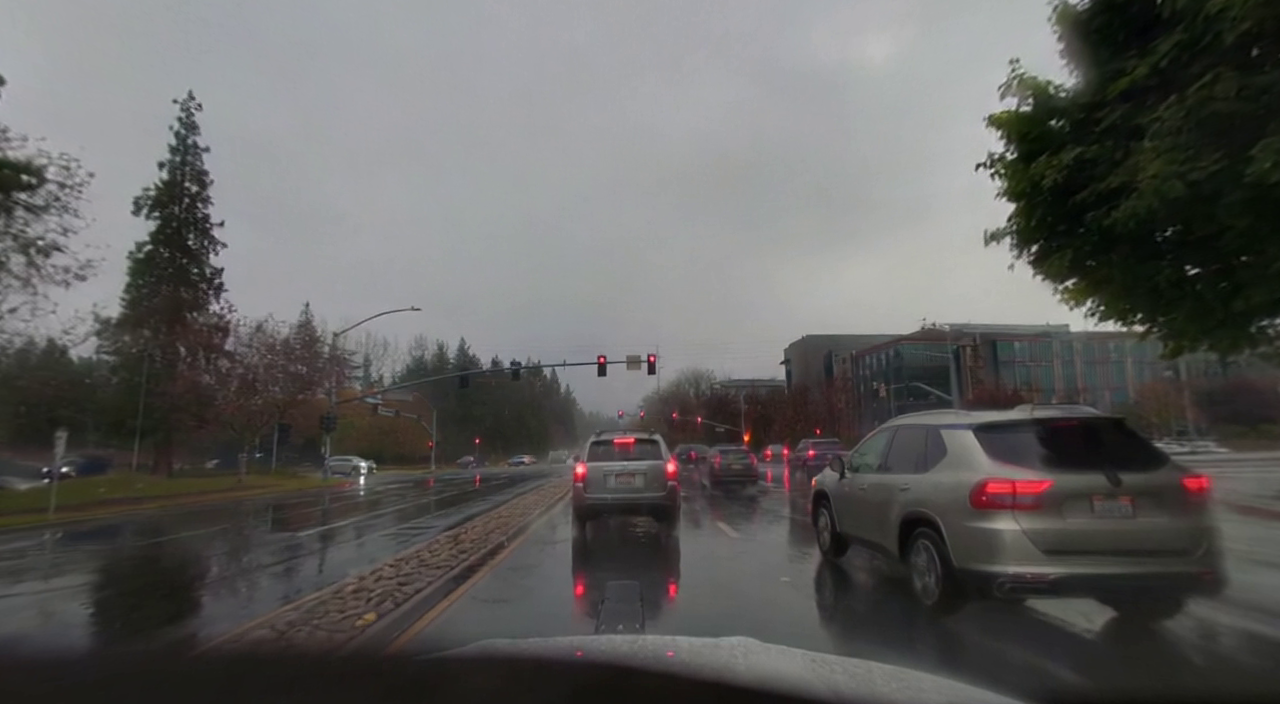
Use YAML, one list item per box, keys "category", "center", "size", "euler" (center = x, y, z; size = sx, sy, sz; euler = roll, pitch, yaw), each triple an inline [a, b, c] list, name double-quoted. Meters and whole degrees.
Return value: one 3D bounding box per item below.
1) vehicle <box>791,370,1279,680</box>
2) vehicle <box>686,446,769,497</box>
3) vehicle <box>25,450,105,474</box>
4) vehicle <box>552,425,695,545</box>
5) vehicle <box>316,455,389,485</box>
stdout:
- category: "vehicle"
  center: [3.139, 1.328, 5.970]
  size: [2.228, 1.798, 4.370]
  euler: [0, -8, -2]
- category: "vehicle"
  center: [2.694, 3.779, 20.484]
  size: [1.900, 1.459, 4.260]
  euler: [0, -8, -3]
- category: "vehicle"
  center: [-40.512, 7.734, 44.607]
  size: [1.742, 1.526, 4.004]
  euler: [-1, -8, 3]
- category: "vehicle"
  center: [-0.284, 2.216, 11.192]
  size: [2.039, 1.698, 4.144]
  euler: [0, -8, -2]
- category: "vehicle"
  center: [-20.641, 8.410, 45.330]
  size: [4.905, 1.949, 2.354]
  euler: [-5, -10, 32]
